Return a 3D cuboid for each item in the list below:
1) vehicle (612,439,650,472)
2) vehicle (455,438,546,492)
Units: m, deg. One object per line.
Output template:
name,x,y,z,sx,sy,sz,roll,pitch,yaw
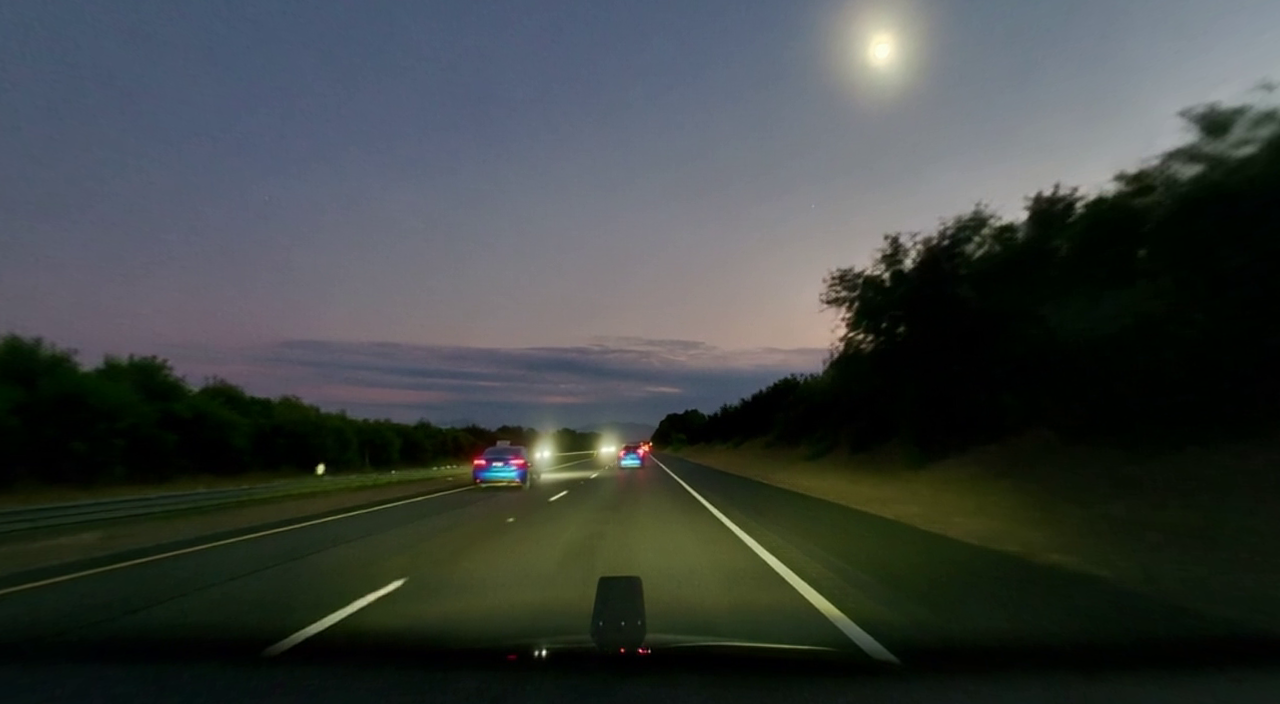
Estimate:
vehicle,-0.523,6.040,36.885,2.126,1.786,3.958,0,-9,-1
vehicle,-4.634,3.822,21.587,2.113,1.656,4.215,0,-9,1
